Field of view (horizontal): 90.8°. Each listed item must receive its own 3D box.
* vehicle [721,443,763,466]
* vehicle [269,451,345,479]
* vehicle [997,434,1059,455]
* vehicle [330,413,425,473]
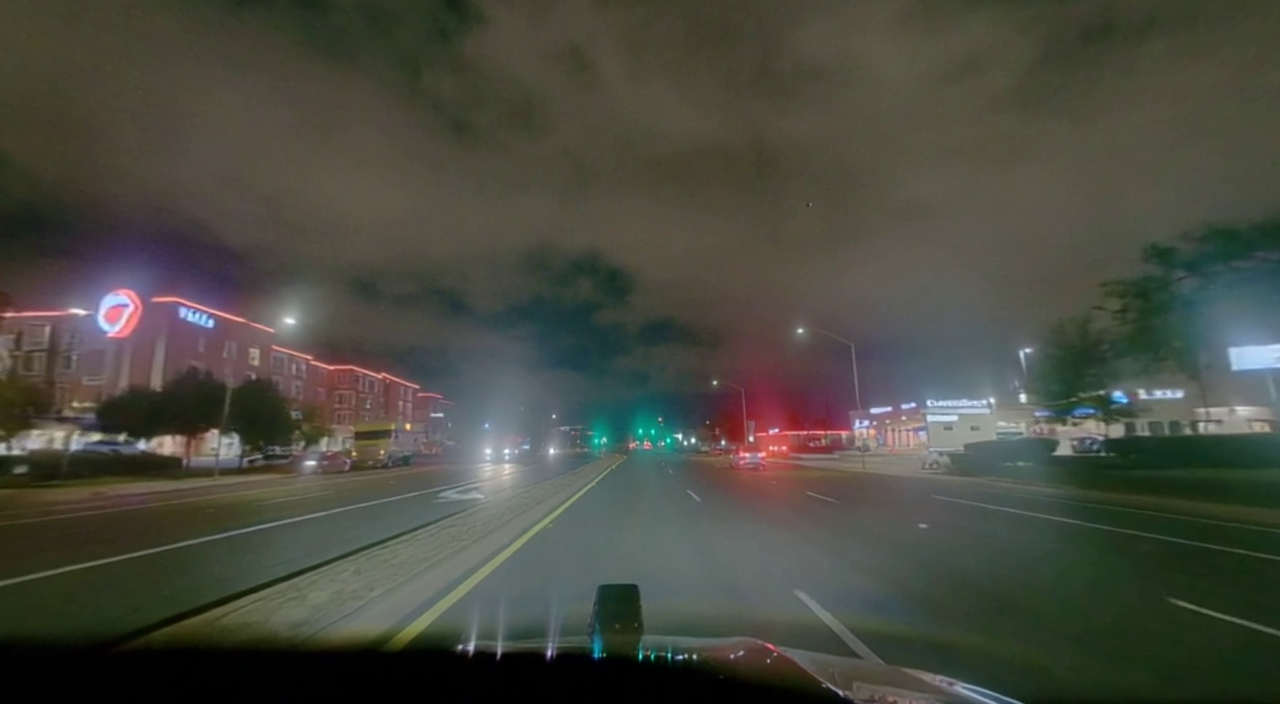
[{"bbox_3d":[6.627,6.721,41.436,1.916,1.437,4.327,0,-9,-2],"label":"vehicle"},{"bbox_3d":[-18.969,6.430,36.246,1.950,1.464,4.414,0,-9,0],"label":"vehicle"},{"bbox_3d":[29.843,7.172,48.734,1.796,1.485,4.667,0,-9,0],"label":"vehicle"},{"bbox_3d":[-18.738,6.620,45.835,2.982,3.900,8.593,0,-9,1],"label":"vehicle"}]
